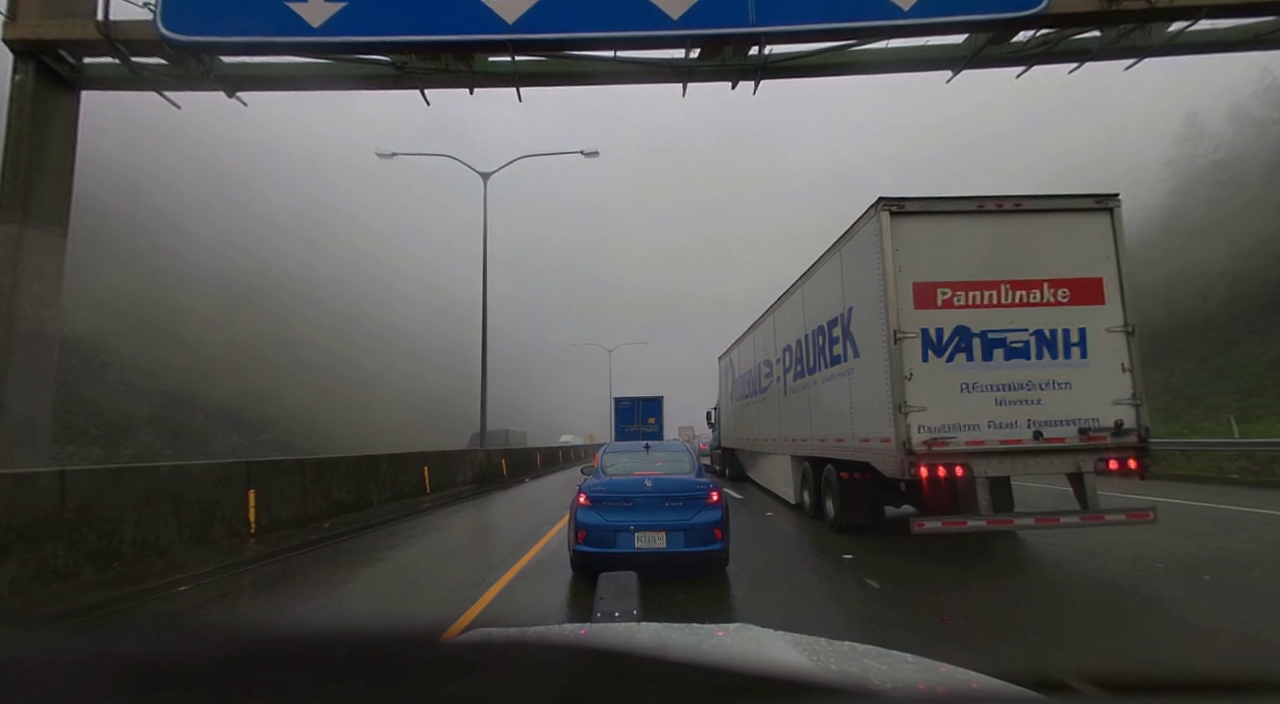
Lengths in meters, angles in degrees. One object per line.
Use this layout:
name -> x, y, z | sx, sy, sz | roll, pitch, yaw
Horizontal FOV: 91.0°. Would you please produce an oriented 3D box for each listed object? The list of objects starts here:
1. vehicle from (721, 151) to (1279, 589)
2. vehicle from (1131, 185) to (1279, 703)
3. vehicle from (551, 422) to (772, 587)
vehicle -> 4.193, 1.062, 12.938 | 2.827, 4.081, 14.305 | 0, -8, -1
vehicle -> 4.731, 0.111, 0.640 | 2.892, 2.615, 6.650 | 0, -8, -2
vehicle -> 0.183, 1.674, 7.697 | 2.045, 1.490, 3.597 | -1, -8, 0
